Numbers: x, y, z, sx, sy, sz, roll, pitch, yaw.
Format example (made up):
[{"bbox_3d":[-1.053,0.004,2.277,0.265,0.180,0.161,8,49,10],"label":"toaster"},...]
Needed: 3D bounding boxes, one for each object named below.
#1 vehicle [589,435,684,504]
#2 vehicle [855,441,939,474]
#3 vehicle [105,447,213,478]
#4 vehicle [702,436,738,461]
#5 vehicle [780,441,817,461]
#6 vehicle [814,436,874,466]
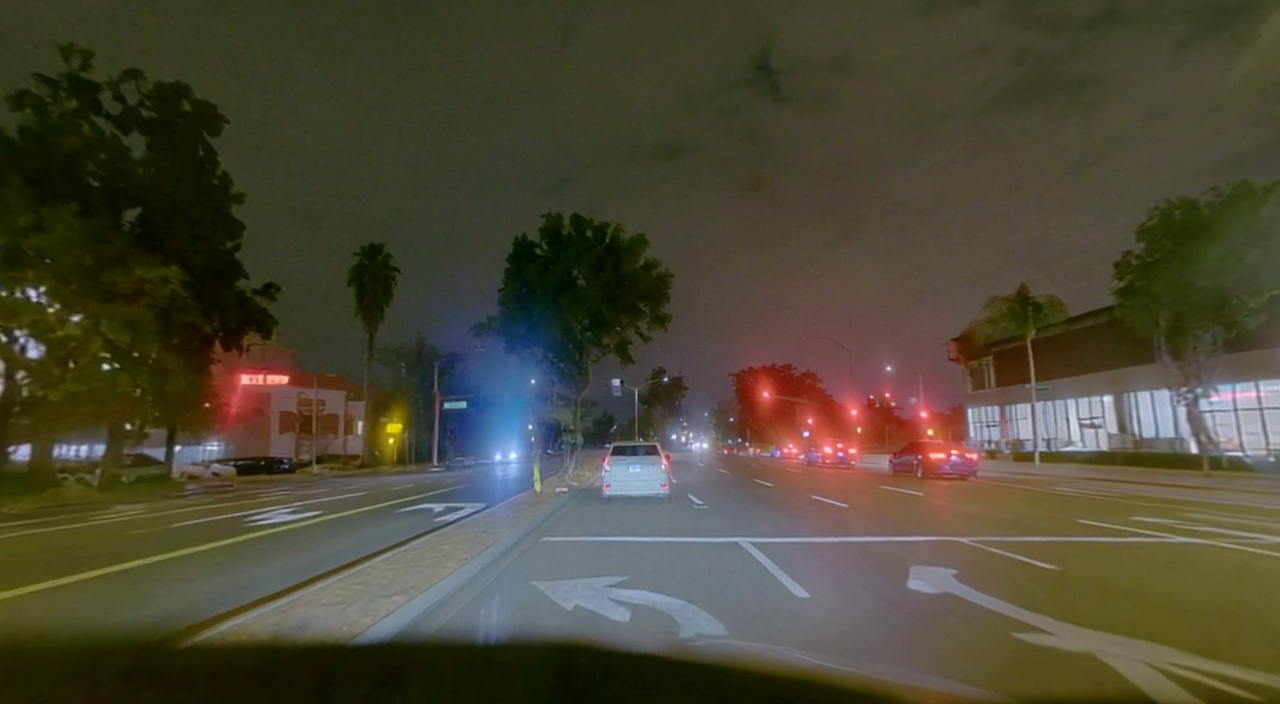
[{"bbox_3d":[-0.116,2.854,15.782,2.064,1.477,3.968,0,-9,-1],"label":"vehicle"},{"bbox_3d":[12.417,5.127,30.871,2.059,1.482,4.568,0,-9,-2],"label":"vehicle"},{"bbox_3d":[-29.544,6.758,39.011,4.758,1.809,2.114,4,-9,-22],"label":"vehicle"},{"bbox_3d":[5.883,7.194,47.016,1.957,1.755,4.331,0,-9,-1],"label":"vehicle"},{"bbox_3d":[12.507,7.816,49.935,1.837,1.524,3.800,0,-9,-2],"label":"vehicle"},{"bbox_3d":[12.874,6.311,40.265,1.981,1.746,5.375,0,-9,-1],"label":"vehicle"}]
